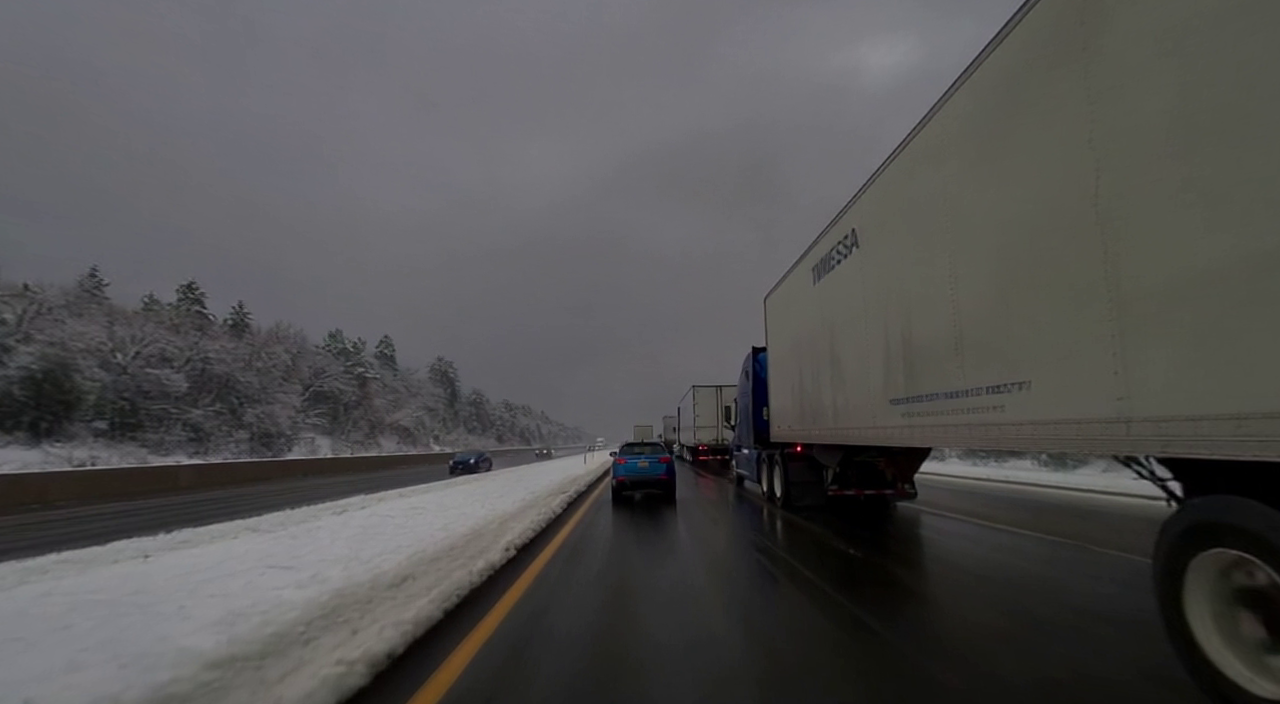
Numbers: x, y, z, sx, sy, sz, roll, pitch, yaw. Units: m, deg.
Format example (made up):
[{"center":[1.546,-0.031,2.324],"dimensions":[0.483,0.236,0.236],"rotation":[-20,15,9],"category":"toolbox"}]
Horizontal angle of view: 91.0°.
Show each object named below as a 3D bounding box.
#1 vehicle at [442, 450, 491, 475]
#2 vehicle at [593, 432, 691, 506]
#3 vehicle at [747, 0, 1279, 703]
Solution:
[{"center":[-11.155,7.124,40.851],"dimensions":[1.951,1.464,4.370],"rotation":[-1,-8,0],"category":"vehicle"},{"center":[0.019,2.725,15.100],"dimensions":[2.045,1.507,3.763],"rotation":[-1,-8,0],"category":"vehicle"},{"center":[4.408,0.221,7.786],"dimensions":[3.410,4.438,14.410],"rotation":[-1,-8,-1],"category":"vehicle"}]
